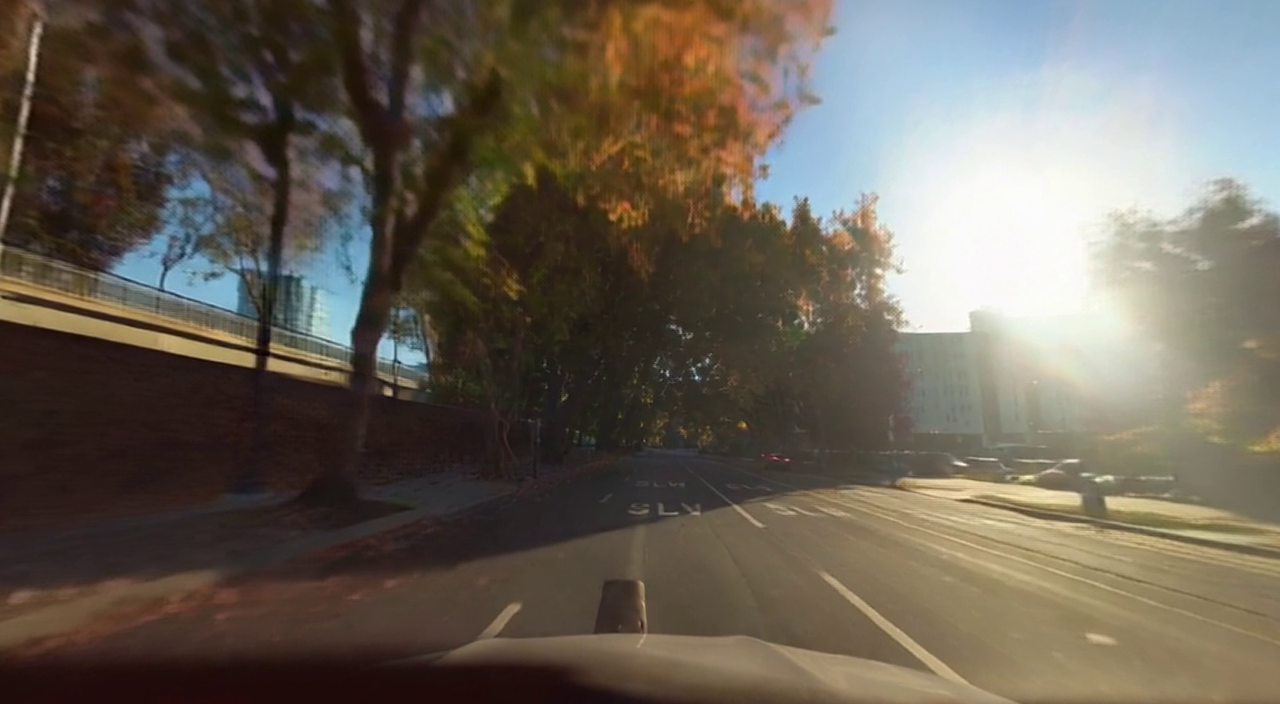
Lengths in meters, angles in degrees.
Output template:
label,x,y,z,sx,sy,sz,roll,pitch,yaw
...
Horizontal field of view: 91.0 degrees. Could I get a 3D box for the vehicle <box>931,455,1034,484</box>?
label,x,y,z,sx,sy,sz,roll,pitch,yaw
vehicle,19.950,6.869,36.885,4.635,1.552,2.334,0,-9,1

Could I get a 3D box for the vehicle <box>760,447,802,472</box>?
label,x,y,z,sx,sy,sz,roll,pitch,yaw
vehicle,10.962,8.371,49.262,2.187,1.871,4.576,0,-9,0
